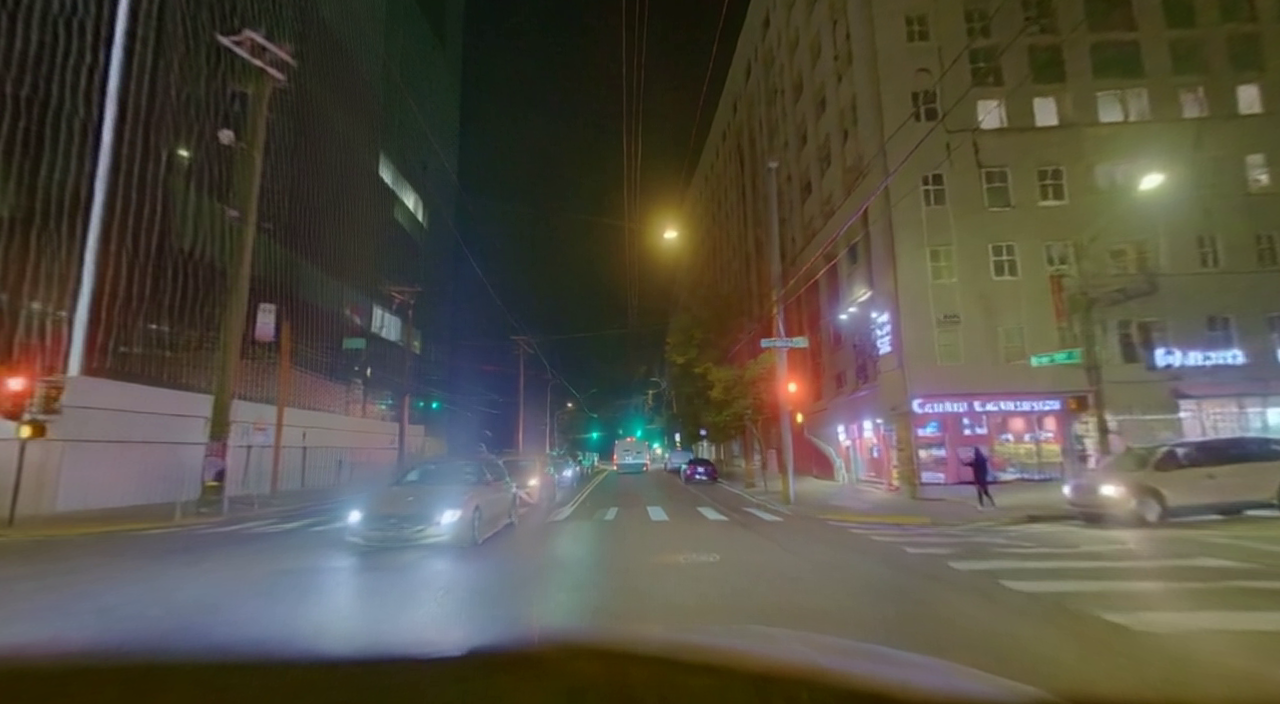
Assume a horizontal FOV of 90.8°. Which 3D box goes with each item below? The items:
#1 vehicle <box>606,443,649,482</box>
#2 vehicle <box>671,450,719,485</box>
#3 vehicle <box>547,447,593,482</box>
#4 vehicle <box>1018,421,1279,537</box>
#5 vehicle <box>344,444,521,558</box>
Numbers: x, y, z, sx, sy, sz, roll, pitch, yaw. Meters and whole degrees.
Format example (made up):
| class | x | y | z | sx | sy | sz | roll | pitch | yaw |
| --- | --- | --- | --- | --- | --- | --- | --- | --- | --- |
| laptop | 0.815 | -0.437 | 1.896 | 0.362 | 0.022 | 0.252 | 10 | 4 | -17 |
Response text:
| class | x | y | z | sx | sy | sz | roll | pitch | yaw |
| --- | --- | --- | --- | --- | --- | --- | --- | --- | --- |
| vehicle | -0.708 | 5.795 | 33.533 | 2.127 | 1.893 | 4.194 | 1 | -8 | -2 |
| vehicle | 2.700 | 5.833 | 32.182 | 1.934 | 1.633 | 4.271 | 1 | -8 | -2 |
| vehicle | -3.691 | 5.999 | 34.154 | 1.983 | 1.727 | 4.294 | 0 | -8 | 0 |
| vehicle | 10.137 | 2.232 | 11.476 | 4.966 | 1.826 | 2.209 | -3 | -9 | 7 |
| vehicle | -3.501 | 2.534 | 11.599 | 2.026 | 1.616 | 4.109 | 0 | -8 | -3 |
